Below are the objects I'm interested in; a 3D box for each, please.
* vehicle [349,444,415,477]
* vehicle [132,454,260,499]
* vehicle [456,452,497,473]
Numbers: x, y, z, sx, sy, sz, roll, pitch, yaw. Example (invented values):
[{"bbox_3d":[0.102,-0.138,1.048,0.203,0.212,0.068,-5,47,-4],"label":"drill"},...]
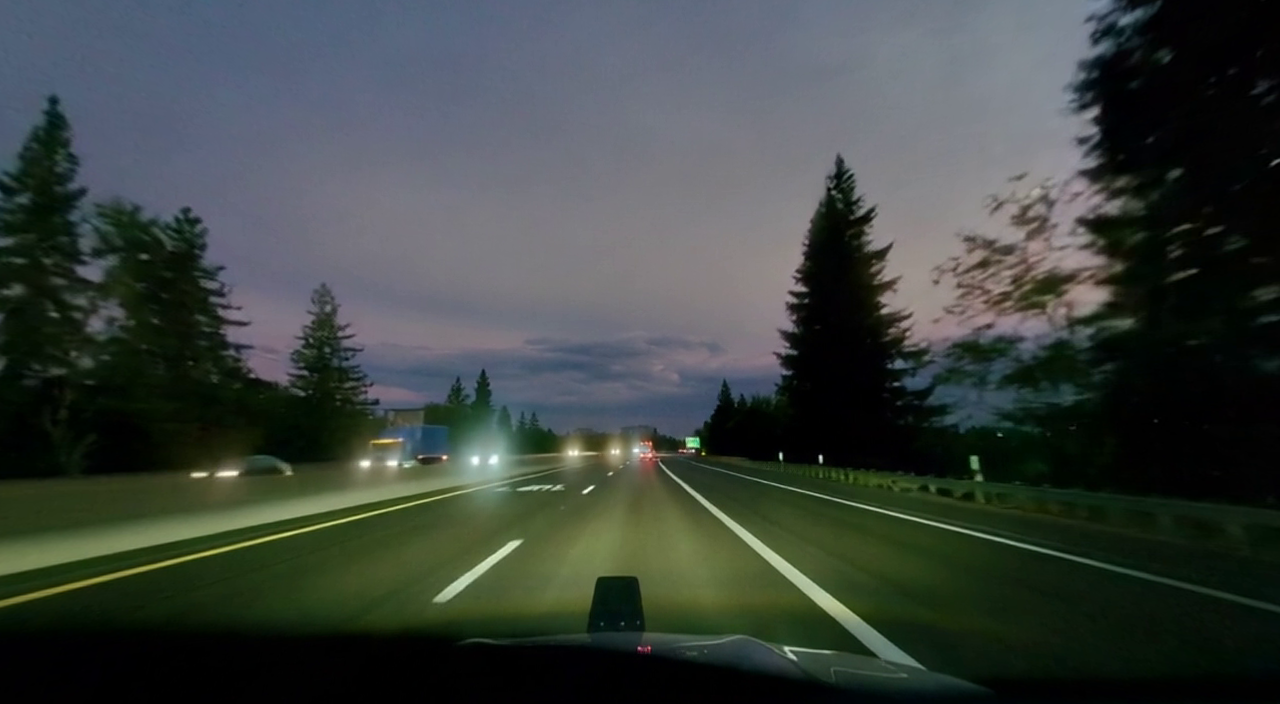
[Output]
[{"bbox_3d":[-16.325,6.879,40.164,2.111,1.993,4.812,0,-9,1],"label":"vehicle"},{"bbox_3d":[-15.849,4.443,22.764,1.795,1.442,3.816,0,-9,0],"label":"vehicle"},{"bbox_3d":[-11.802,8.026,45.834,1.858,1.452,4.016,0,-9,1],"label":"vehicle"}]
